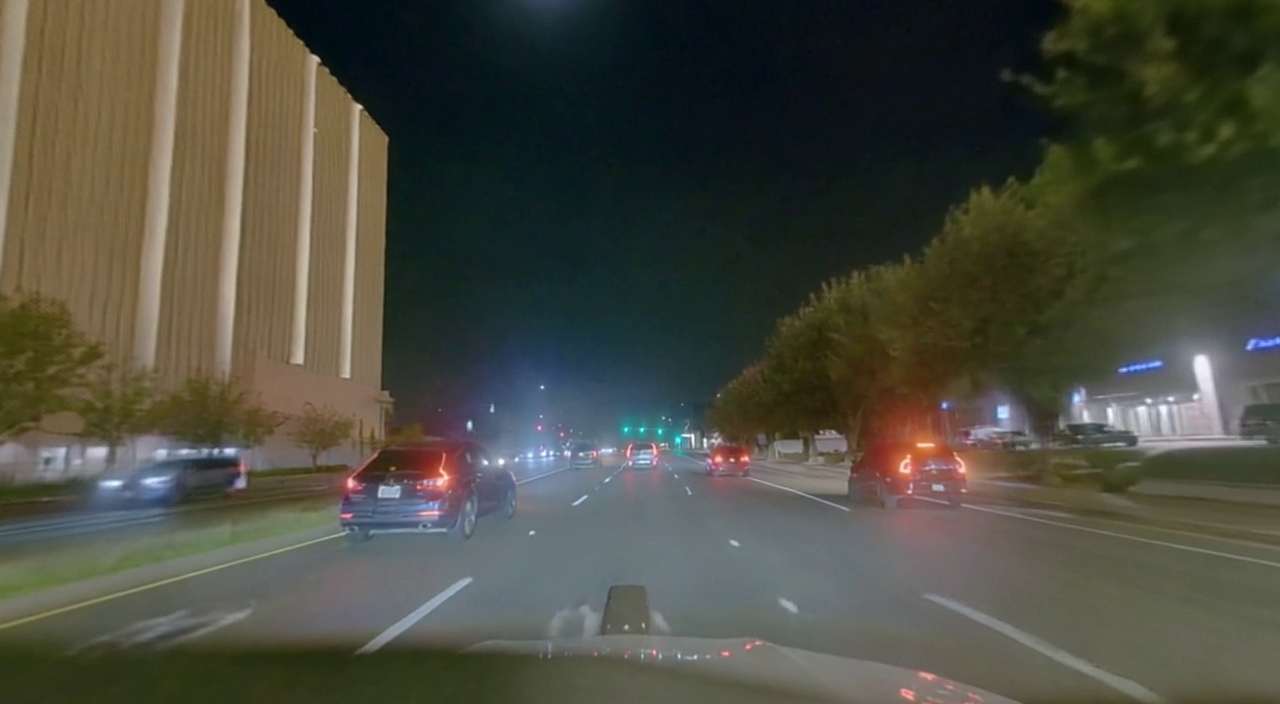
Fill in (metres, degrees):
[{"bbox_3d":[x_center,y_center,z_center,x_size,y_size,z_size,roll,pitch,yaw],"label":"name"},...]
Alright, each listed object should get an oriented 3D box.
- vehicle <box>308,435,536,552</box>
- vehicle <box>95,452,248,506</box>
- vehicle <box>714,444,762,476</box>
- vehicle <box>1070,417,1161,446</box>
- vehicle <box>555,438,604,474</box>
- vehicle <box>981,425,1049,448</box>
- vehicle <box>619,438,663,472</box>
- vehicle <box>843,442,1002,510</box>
[{"bbox_3d":[-3.167,2.161,10.354,2.095,1.486,4.411,0,-9,1],"label":"vehicle"},{"bbox_3d":[-17.778,4.782,24.317,2.040,1.838,4.927,0,-9,0],"label":"vehicle"},{"bbox_3d":[4.750,5.305,31.076,1.884,1.458,4.245,-1,-9,3],"label":"vehicle"},{"bbox_3d":[26.160,4.420,34.627,4.674,1.489,2.008,4,-10,-27],"label":"vehicle"},{"bbox_3d":[-3.231,5.653,34.410,2.117,1.799,4.442,0,-9,1],"label":"vehicle"},{"bbox_3d":[26.511,5.992,44.475,4.692,1.475,2.038,5,-10,-31],"label":"vehicle"},{"bbox_3d":[0.067,5.811,35.624,2.304,1.795,4.526,0,-9,1],"label":"vehicle"},{"bbox_3d":[6.873,3.055,16.003,1.865,1.458,4.605,0,-9,0],"label":"vehicle"}]
